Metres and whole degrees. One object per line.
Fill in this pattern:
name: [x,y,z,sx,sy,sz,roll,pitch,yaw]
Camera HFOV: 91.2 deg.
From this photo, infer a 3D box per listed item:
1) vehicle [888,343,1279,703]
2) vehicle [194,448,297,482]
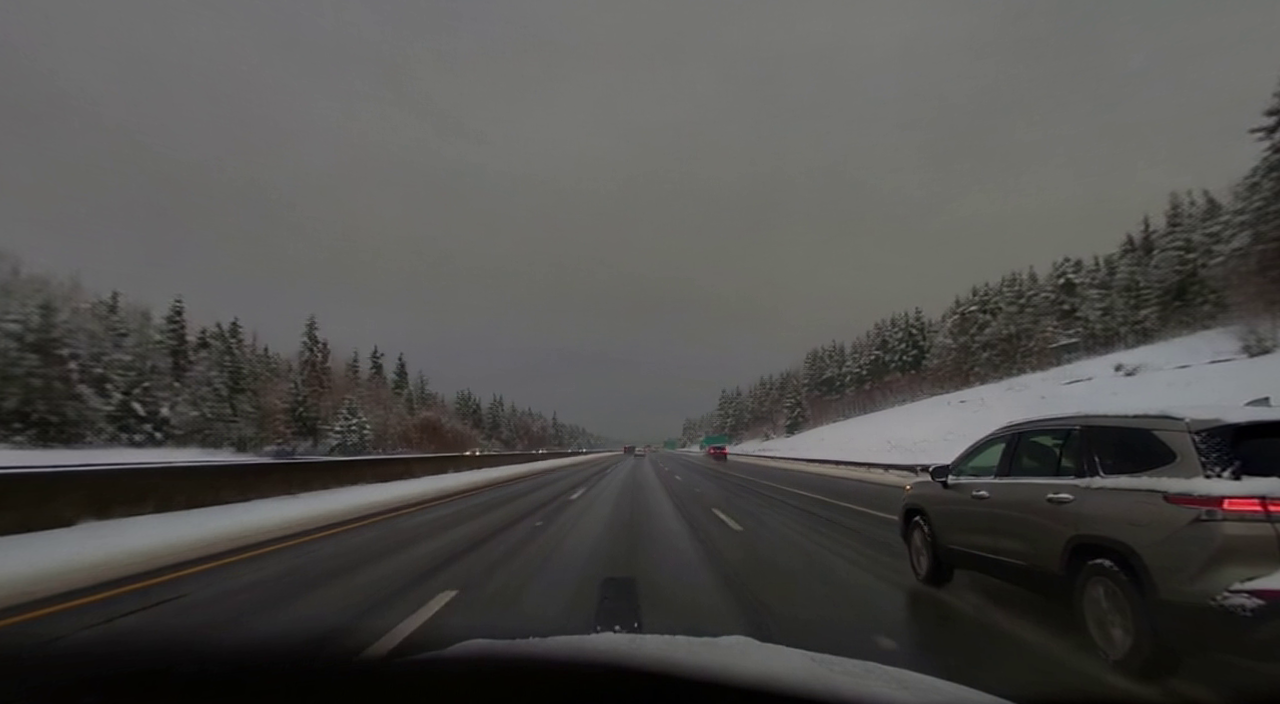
vehicle: [3.469,1.102,4.277,1.784,1.733,4.141,0,-9,-1]
vehicle: [-18.628,5.328,29.911,1.984,1.476,4.457,0,-9,0]
